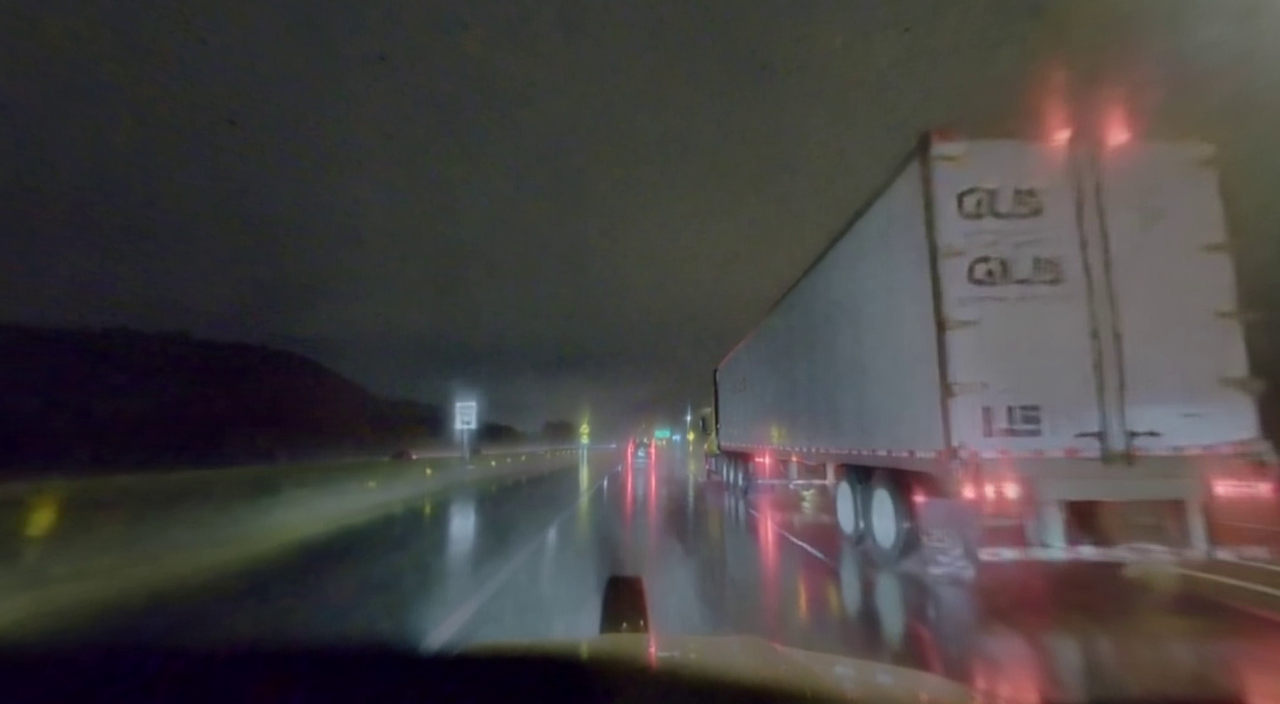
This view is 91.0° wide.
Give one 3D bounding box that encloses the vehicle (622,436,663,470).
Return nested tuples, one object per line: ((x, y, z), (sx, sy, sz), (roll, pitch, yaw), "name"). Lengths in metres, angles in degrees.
((0.123, 5.403, 33.857), (2.050, 1.654, 4.192), (0, -8, 0), "vehicle")

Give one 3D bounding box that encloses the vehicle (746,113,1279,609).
((4.176, 0.702, 10.246), (3.014, 4.068, 10.359), (0, -8, 0), "vehicle")
